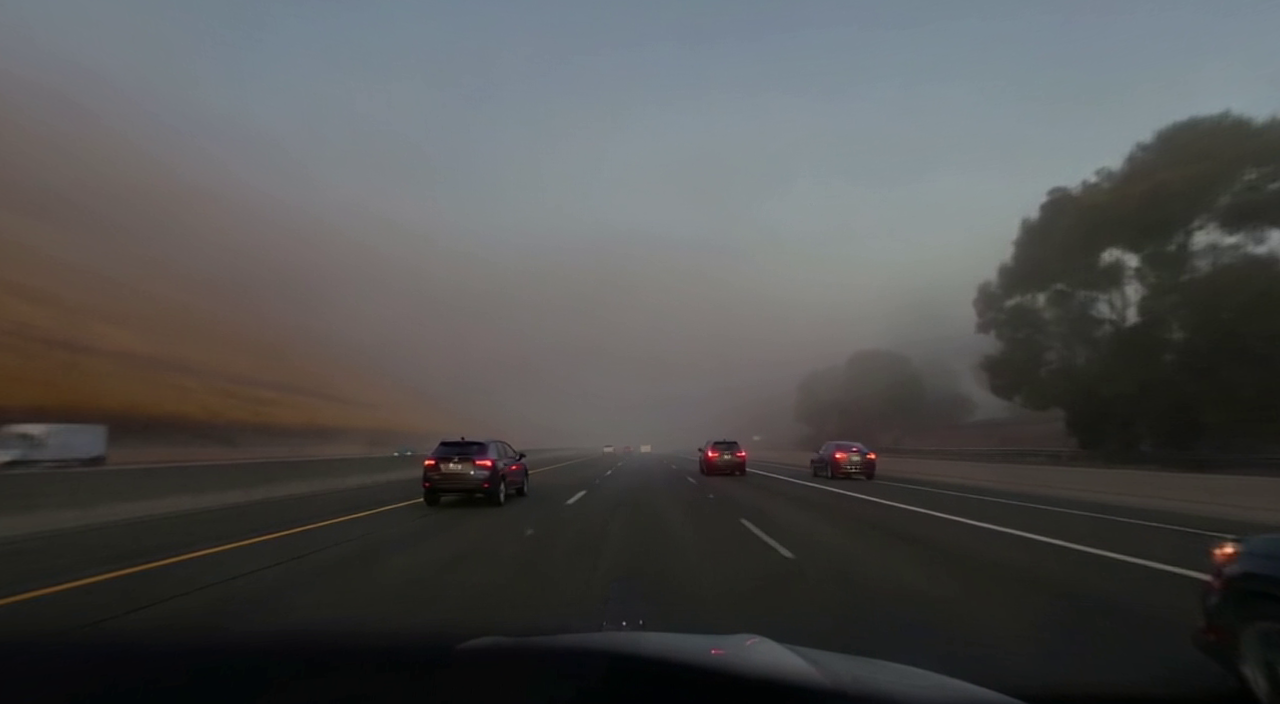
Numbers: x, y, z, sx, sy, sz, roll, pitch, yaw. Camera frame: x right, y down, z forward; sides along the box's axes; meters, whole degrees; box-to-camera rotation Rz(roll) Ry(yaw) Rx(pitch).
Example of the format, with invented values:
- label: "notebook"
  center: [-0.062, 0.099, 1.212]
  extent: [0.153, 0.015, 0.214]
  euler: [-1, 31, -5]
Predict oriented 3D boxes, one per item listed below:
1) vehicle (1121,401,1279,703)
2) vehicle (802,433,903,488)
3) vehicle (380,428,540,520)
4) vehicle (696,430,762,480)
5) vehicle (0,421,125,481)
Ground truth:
- label: "vehicle"
  center: [3.458, 0.723, 1.048]
  extent: [1.941, 1.481, 4.300]
  euler: [0, -8, 1]
- label: "vehicle"
  center: [7.291, 3.759, 22.146]
  extent: [1.998, 1.717, 4.338]
  euler: [0, -8, 0]
- label: "vehicle"
  center: [-3.701, 2.596, 13.970]
  extent: [2.166, 1.672, 4.388]
  euler: [0, -8, 1]
- label: "vehicle"
  center: [3.671, 4.375, 27.054]
  extent: [2.121, 1.925, 5.056]
  euler: [0, -8, 0]
- label: "vehicle"
  center: [-35.183, 5.789, 37.037]
  extent: [2.759, 3.143, 8.346]
  euler: [0, -8, 0]
